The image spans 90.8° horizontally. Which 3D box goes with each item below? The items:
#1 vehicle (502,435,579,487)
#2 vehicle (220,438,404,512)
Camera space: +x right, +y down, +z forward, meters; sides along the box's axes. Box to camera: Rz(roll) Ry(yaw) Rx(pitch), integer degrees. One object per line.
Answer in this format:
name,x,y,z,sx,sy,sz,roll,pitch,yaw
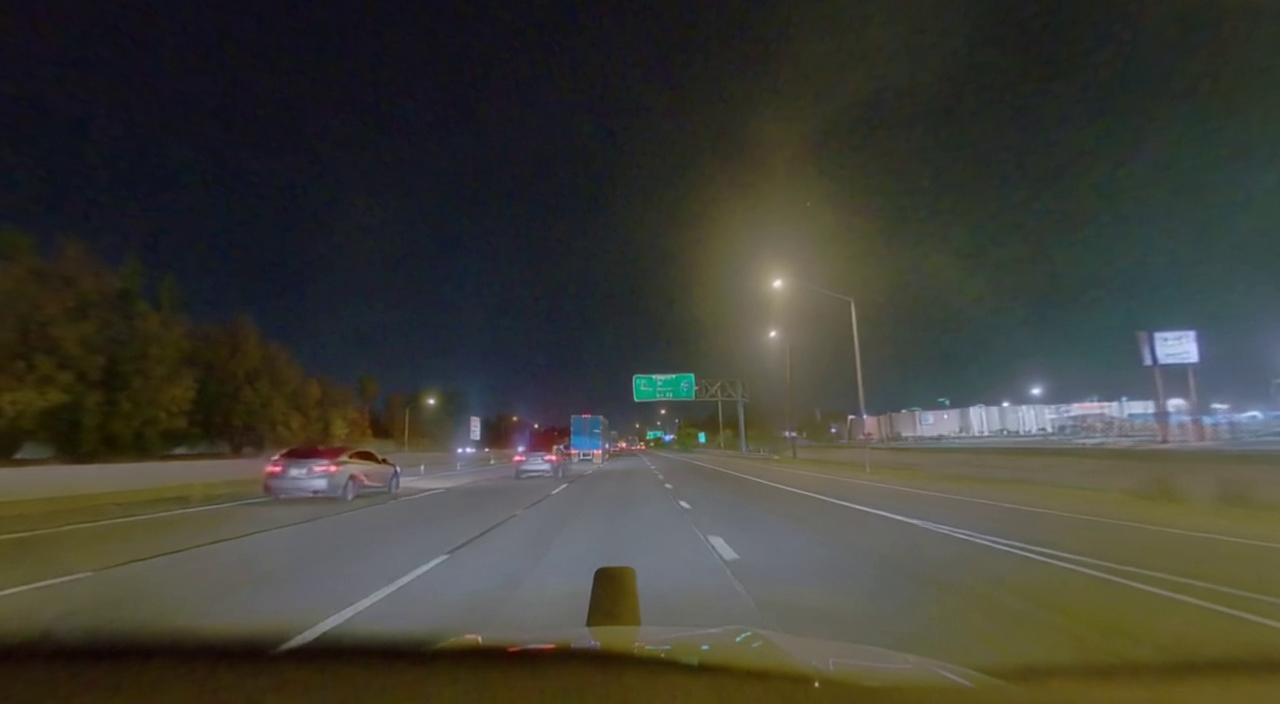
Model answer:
vehicle,-3.406,3.844,22.517,2.033,1.669,4.112,0,-9,1
vehicle,-7.584,2.865,15.240,2.026,1.477,4.467,0,-9,0
